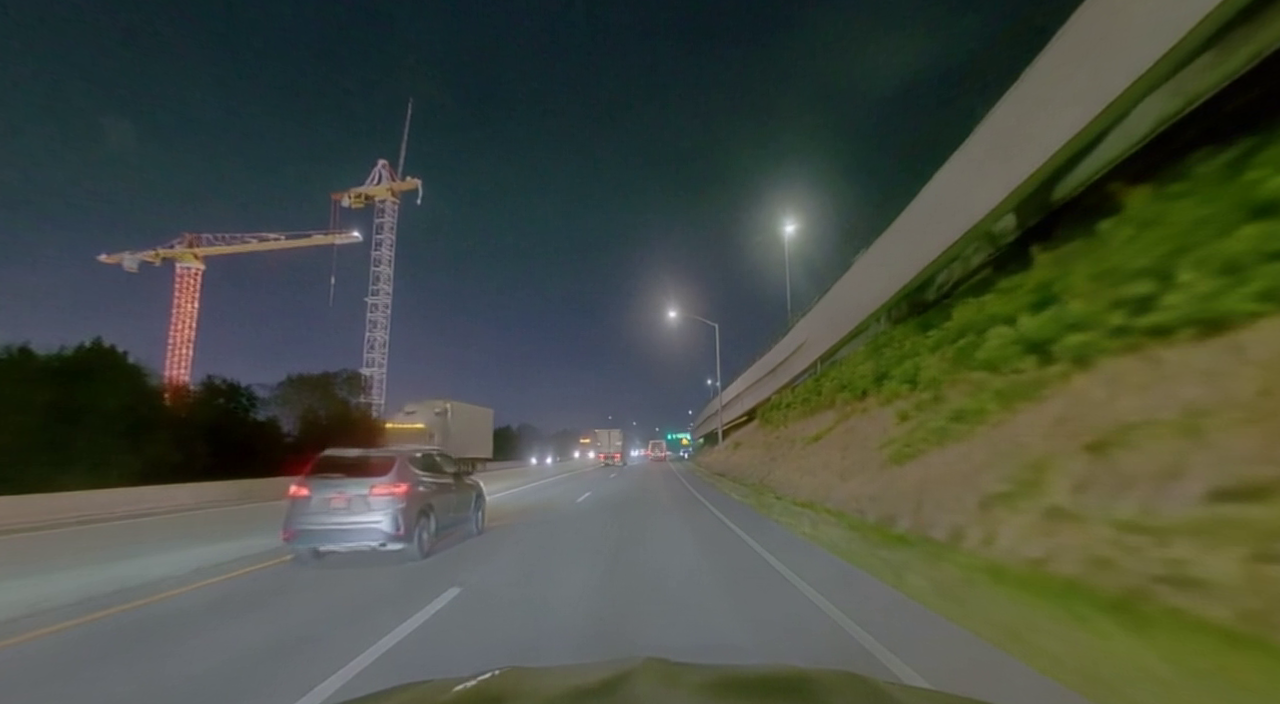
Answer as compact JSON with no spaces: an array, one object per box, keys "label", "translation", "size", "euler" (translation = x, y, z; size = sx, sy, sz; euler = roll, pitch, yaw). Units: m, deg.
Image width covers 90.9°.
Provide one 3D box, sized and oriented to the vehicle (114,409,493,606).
[{"label":"vehicle","translation":[-3.332,1.629,7.405],"size":[2.194,1.648,3.984],"euler":[0,-9,0]}]
